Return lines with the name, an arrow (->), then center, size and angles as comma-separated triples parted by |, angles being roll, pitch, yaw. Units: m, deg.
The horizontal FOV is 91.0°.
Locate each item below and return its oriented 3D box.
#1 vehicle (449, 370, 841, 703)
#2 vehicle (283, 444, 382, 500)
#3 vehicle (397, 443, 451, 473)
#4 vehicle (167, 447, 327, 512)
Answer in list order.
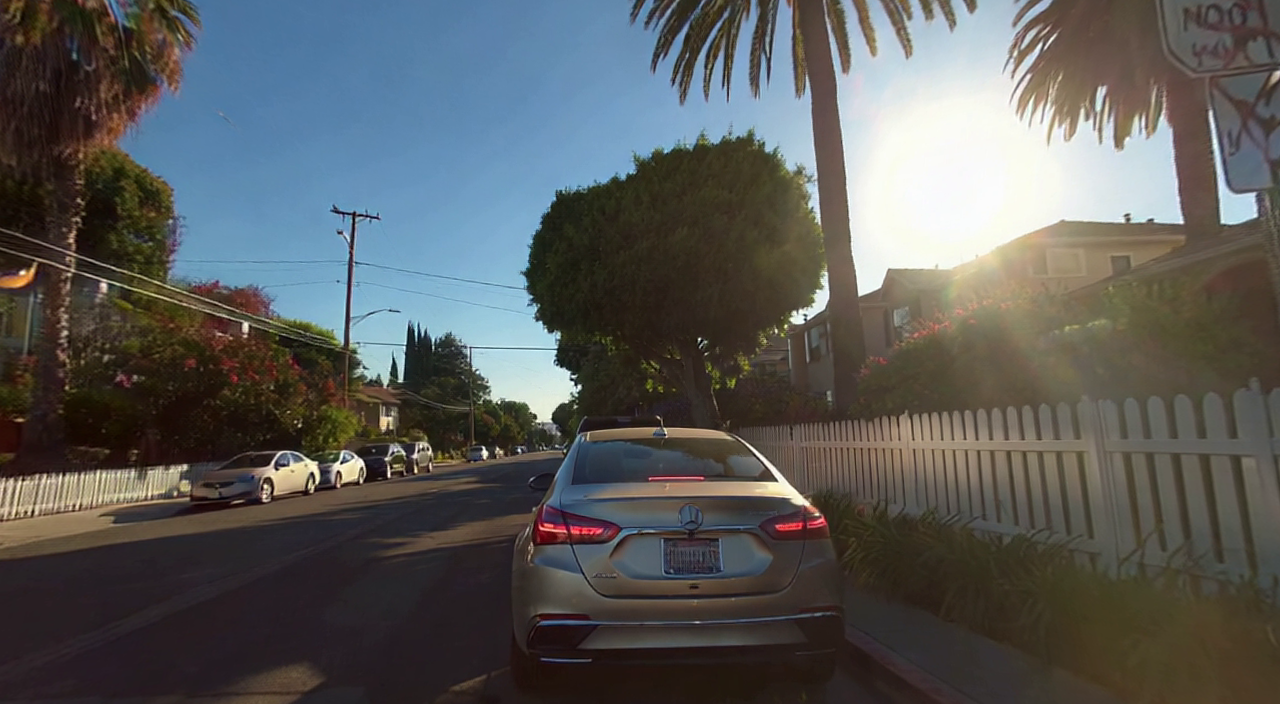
vehicle -> -0.135, 1.216, 4.998 | 1.894, 1.695, 3.795 | 1, -8, -6
vehicle -> -12.156, 4.711, 25.250 | 2.048, 1.485, 4.757 | -4, -4, -7
vehicle -> -13.174, 6.472, 38.710 | 2.060, 1.689, 4.999 | 1, -8, -7
vehicle -> -11.398, 3.662, 18.793 | 2.017, 1.627, 5.039 | 1, -8, -7
